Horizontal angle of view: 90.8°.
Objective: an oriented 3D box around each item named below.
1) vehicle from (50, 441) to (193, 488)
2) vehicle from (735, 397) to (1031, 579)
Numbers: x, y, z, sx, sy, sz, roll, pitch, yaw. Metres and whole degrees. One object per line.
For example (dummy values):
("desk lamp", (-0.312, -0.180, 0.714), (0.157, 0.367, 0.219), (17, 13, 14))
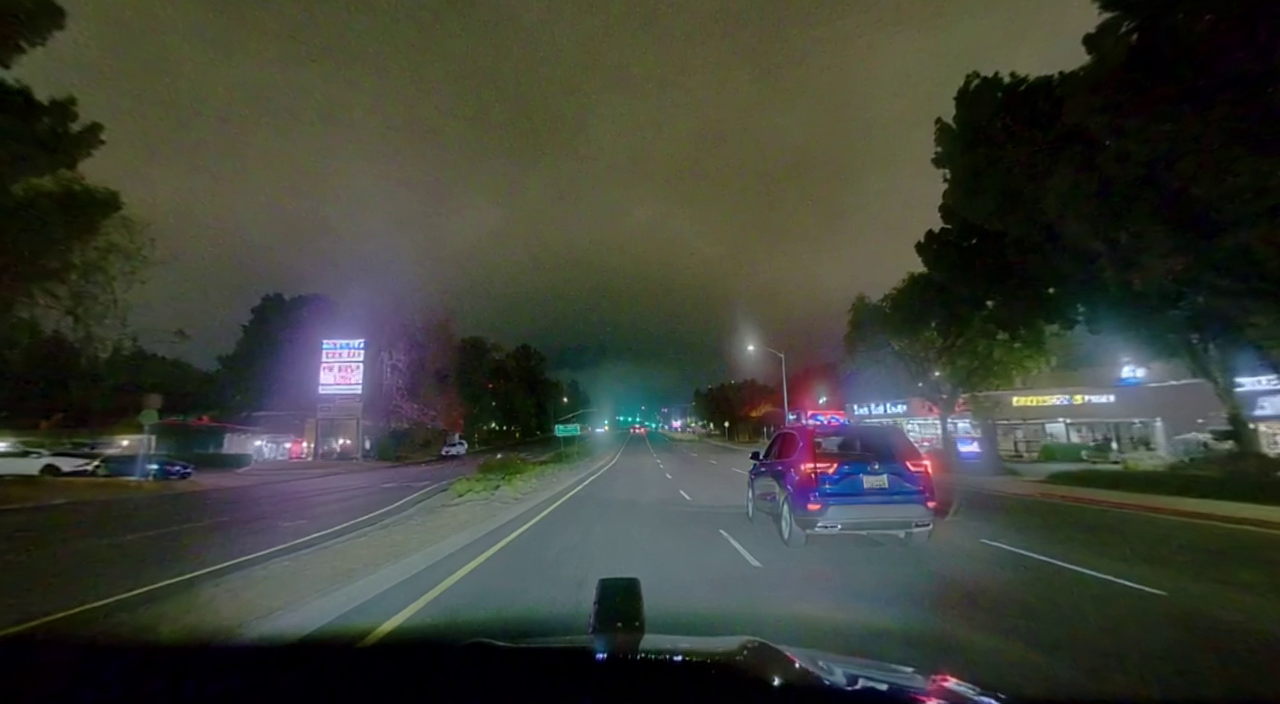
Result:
("vehicle", (-24.344, 5.306, 30.068), (2.217, 1.901, 5.780), (-2, -9, -4))
("vehicle", (2.770, 1.694, 8.650), (2.130, 1.790, 4.615), (0, -9, -1))
